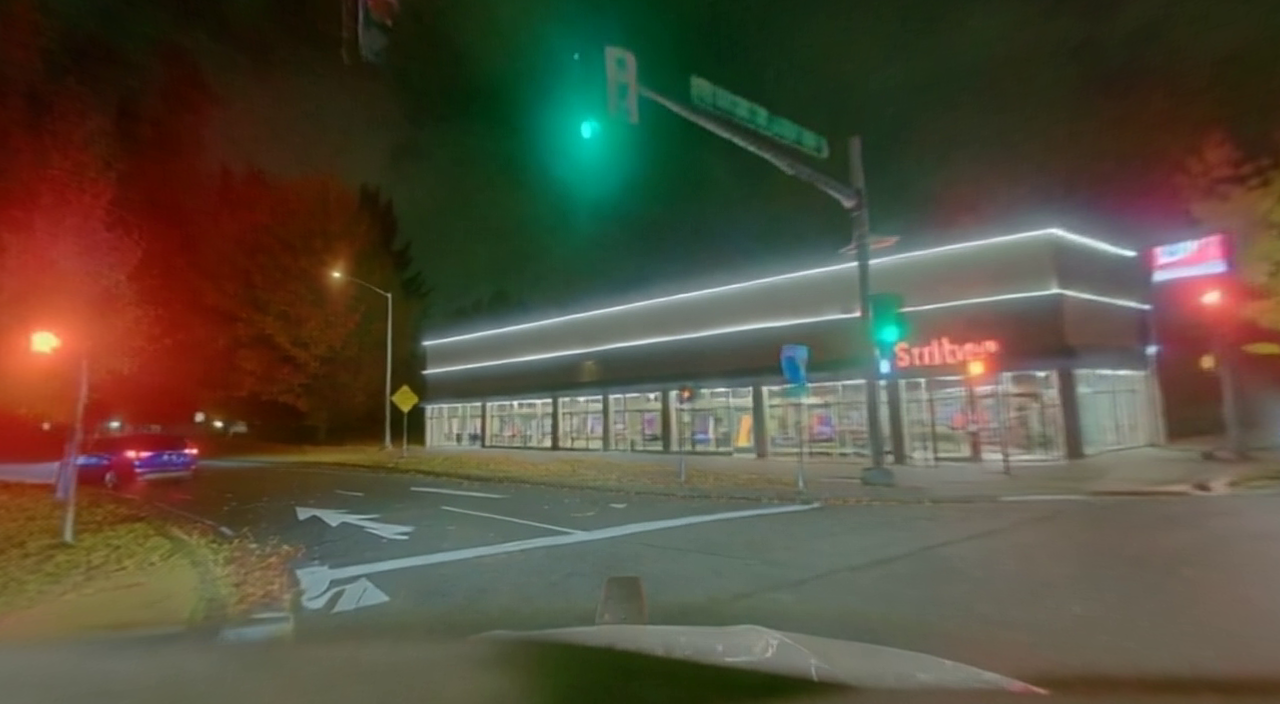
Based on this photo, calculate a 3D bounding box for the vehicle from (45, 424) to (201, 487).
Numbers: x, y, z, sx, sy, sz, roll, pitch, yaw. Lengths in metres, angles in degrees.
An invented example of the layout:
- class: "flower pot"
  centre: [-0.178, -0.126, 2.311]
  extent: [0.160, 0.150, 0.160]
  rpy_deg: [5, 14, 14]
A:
- class: "vehicle"
  centre: [-16.962, 3.311, 20.636]
  extent: [5.110, 1.814, 2.146]
  rpy_deg: [-4, -9, 30]
